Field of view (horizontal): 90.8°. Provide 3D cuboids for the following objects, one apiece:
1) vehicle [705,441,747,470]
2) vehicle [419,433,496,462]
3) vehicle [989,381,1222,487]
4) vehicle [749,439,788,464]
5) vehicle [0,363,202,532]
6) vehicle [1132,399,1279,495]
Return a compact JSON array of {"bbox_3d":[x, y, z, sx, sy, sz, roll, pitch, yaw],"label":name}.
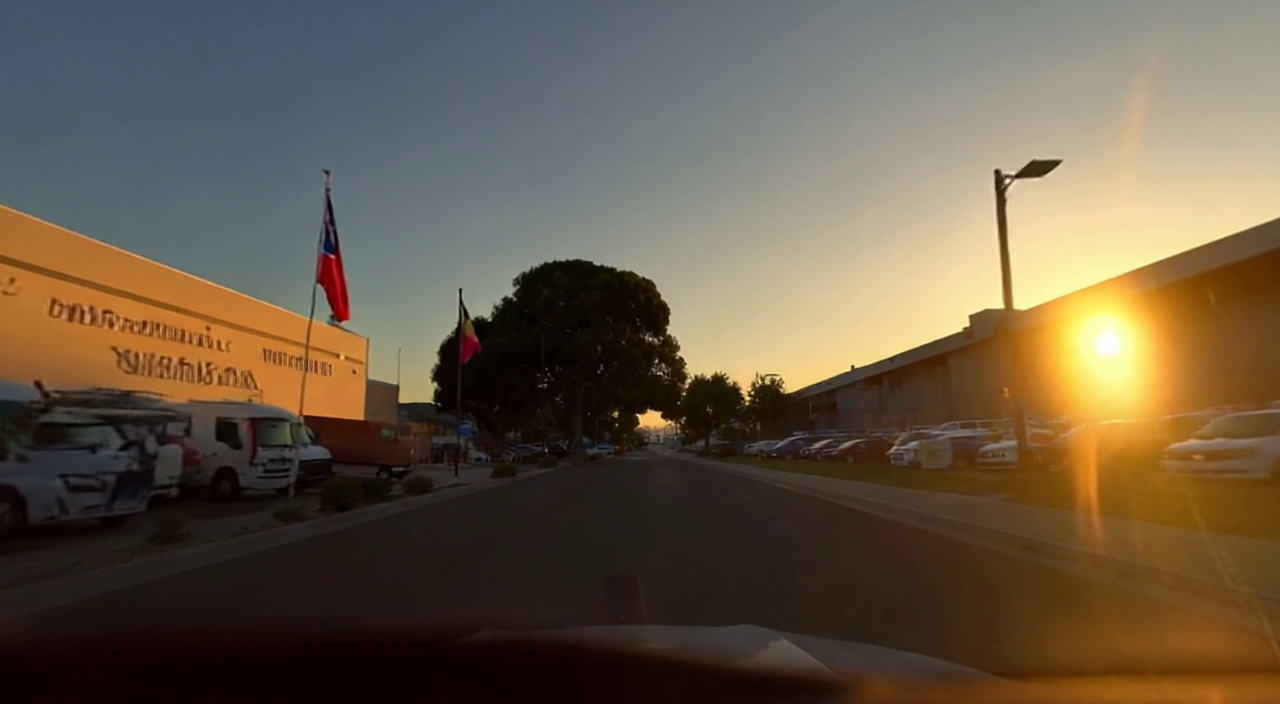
[{"bbox_3d":[5.285,6.440,39.549,2.026,1.659,4.314,0,-8,0],"label":"vehicle"},{"bbox_3d":[-13.173,6.874,45.564,5.672,1.963,2.189,-6,-10,35],"label":"vehicle"},{"bbox_3d":[11.677,2.063,15.740,6.017,2.202,2.328,5,-10,-31],"label":"vehicle"},{"bbox_3d":[9.604,7.382,46.927,2.021,1.753,4.342,-4,-9,21],"label":"vehicle"},{"bbox_3d":[-11.091,1.650,11.054,5.105,2.621,2.225,-1,-8,1],"label":"vehicle"},{"bbox_3d":[11.902,1.846,12.396,4.027,1.598,1.943,4,-9,-28],"label":"vehicle"}]
